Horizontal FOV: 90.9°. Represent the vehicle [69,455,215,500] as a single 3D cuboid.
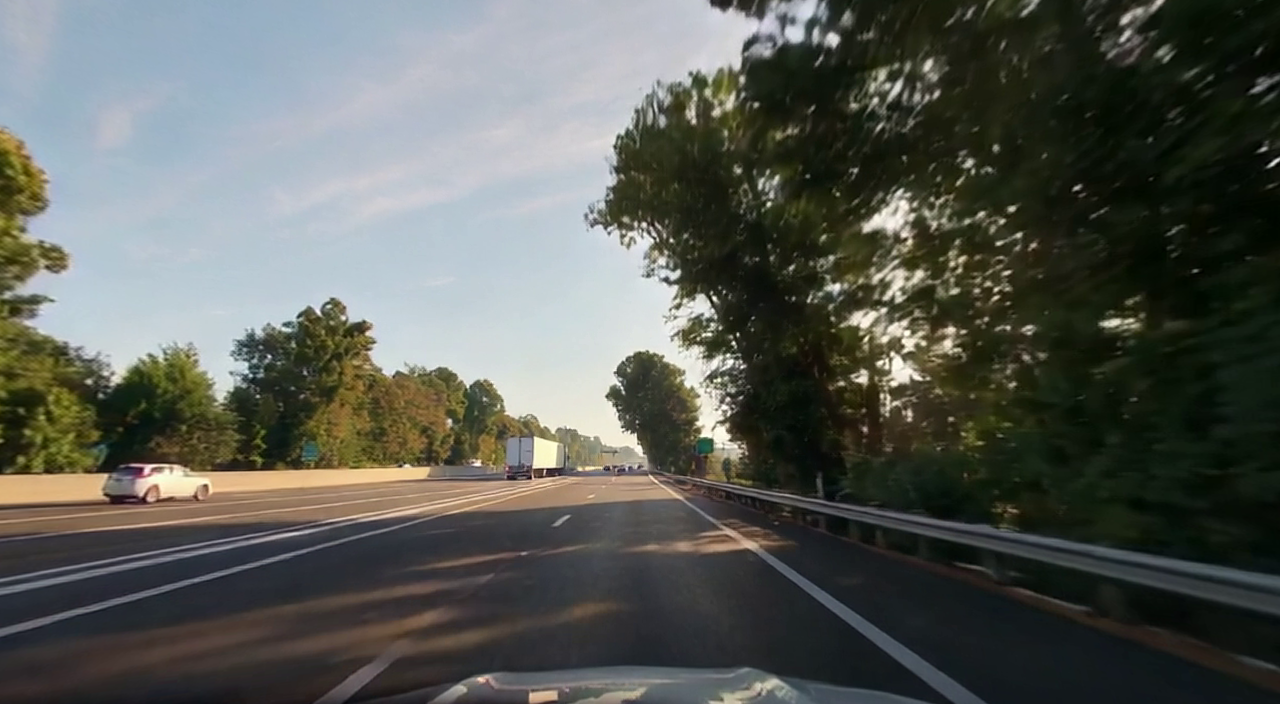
[{"bbox_3d":[-18.050,4.571,23.145,1.745,1.430,4.252,0,-10,2],"label":"vehicle"}]
